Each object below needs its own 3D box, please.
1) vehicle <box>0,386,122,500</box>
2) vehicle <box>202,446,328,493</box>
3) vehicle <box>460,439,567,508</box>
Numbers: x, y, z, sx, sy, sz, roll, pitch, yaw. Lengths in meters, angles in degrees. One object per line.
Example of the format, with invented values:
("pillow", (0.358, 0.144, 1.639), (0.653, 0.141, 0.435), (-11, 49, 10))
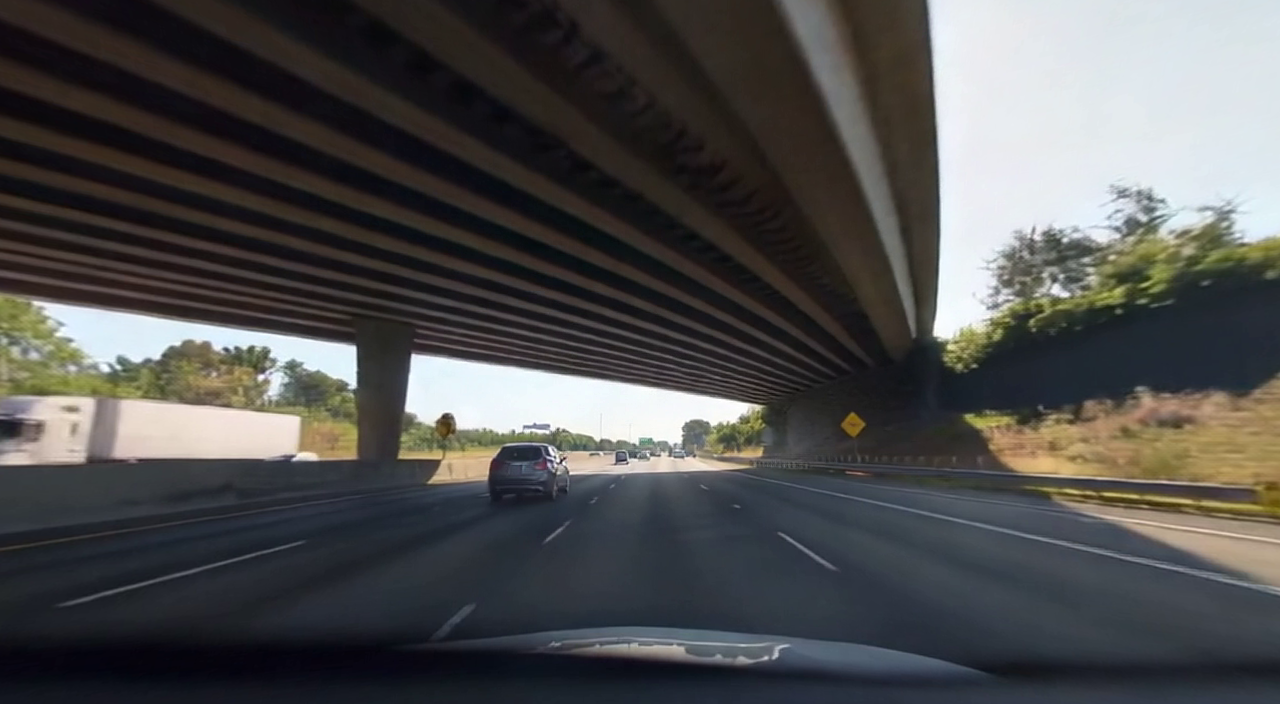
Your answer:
("vehicle", (-23.012, 3.457, 24.042), (2.979, 3.977, 3.790), (0, -9, 1))
("vehicle", (-14.955, 4.666, 25.582), (2.011, 1.695, 4.820), (0, -9, 2))
("vehicle", (-3.286, 3.251, 17.329), (2.016, 1.623, 4.126), (0, -9, 1))
